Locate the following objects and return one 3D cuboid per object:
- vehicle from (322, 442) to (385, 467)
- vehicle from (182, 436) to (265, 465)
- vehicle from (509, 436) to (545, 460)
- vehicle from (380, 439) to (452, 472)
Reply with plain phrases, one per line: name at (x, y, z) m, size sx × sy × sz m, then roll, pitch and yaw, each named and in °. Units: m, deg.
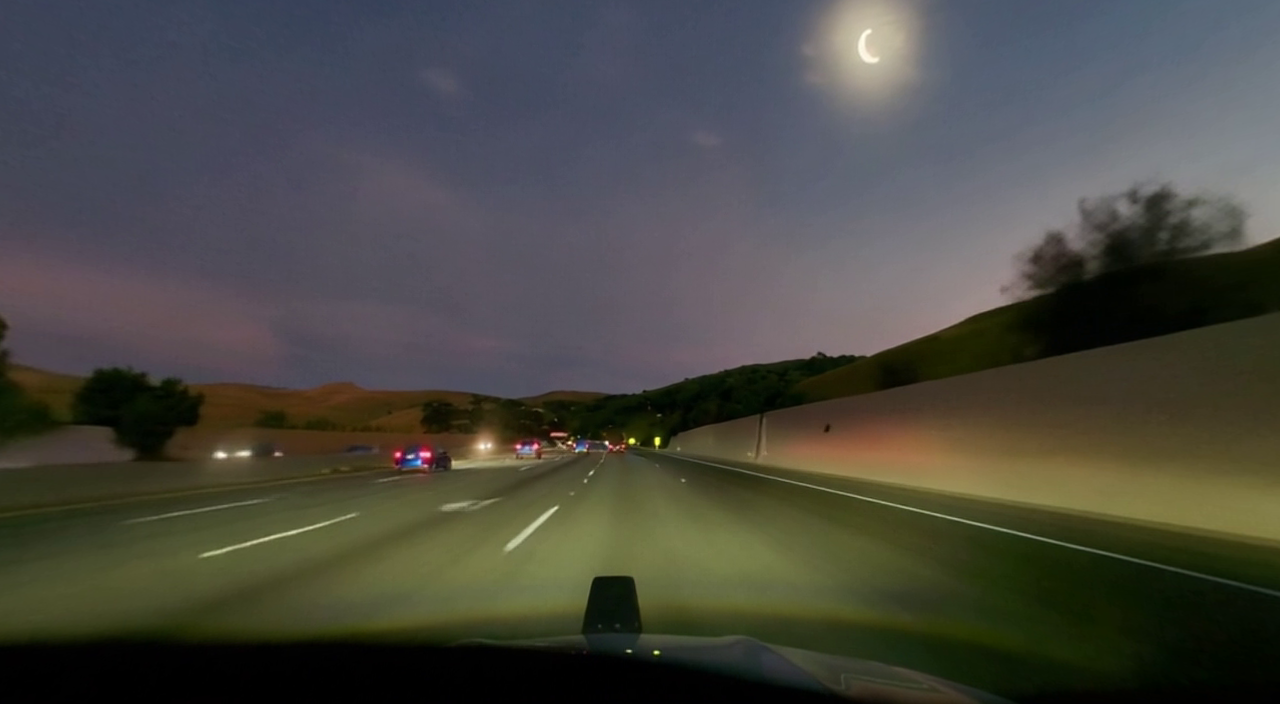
vehicle at (-17.375, 6.232, 38.529) m, size 2.090 × 1.422 × 3.952 m, roll 0°, pitch -9°, yaw -1°
vehicle at (-27.957, 6.619, 42.666) m, size 2.025 × 1.781 × 5.372 m, roll 0°, pitch -9°, yaw -2°
vehicle at (-8.782, 7.516, 49.460) m, size 2.074 × 1.768 × 4.805 m, roll 0°, pitch -9°, yaw -2°
vehicle at (-11.042, 5.121, 31.518) m, size 1.949 × 1.475 × 4.740 m, roll 0°, pitch -9°, yaw -1°
